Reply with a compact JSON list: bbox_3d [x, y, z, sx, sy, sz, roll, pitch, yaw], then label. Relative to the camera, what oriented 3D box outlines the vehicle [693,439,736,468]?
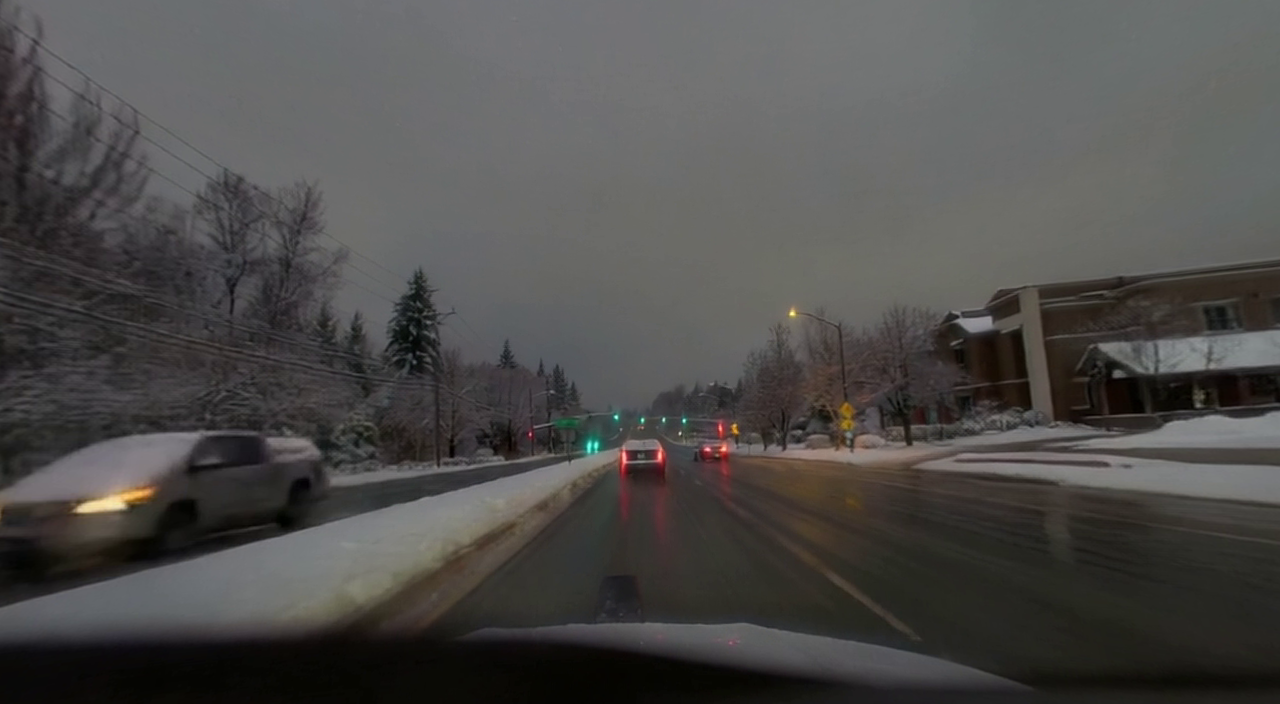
[{"bbox_3d":[4.557,6.273,39.183,1.987,1.613,4.081,-1,-9,-2],"label":"vehicle"}]

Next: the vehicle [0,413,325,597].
[{"bbox_3d":[-6.569,1.886,8.645,2.174,1.802,4.591,-1,-9,-1],"label":"vehicle"}]

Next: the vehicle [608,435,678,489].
[{"bbox_3d":[0.108,3.810,22.090,2.181,1.639,4.127,-1,-9,0],"label":"vehicle"}]
